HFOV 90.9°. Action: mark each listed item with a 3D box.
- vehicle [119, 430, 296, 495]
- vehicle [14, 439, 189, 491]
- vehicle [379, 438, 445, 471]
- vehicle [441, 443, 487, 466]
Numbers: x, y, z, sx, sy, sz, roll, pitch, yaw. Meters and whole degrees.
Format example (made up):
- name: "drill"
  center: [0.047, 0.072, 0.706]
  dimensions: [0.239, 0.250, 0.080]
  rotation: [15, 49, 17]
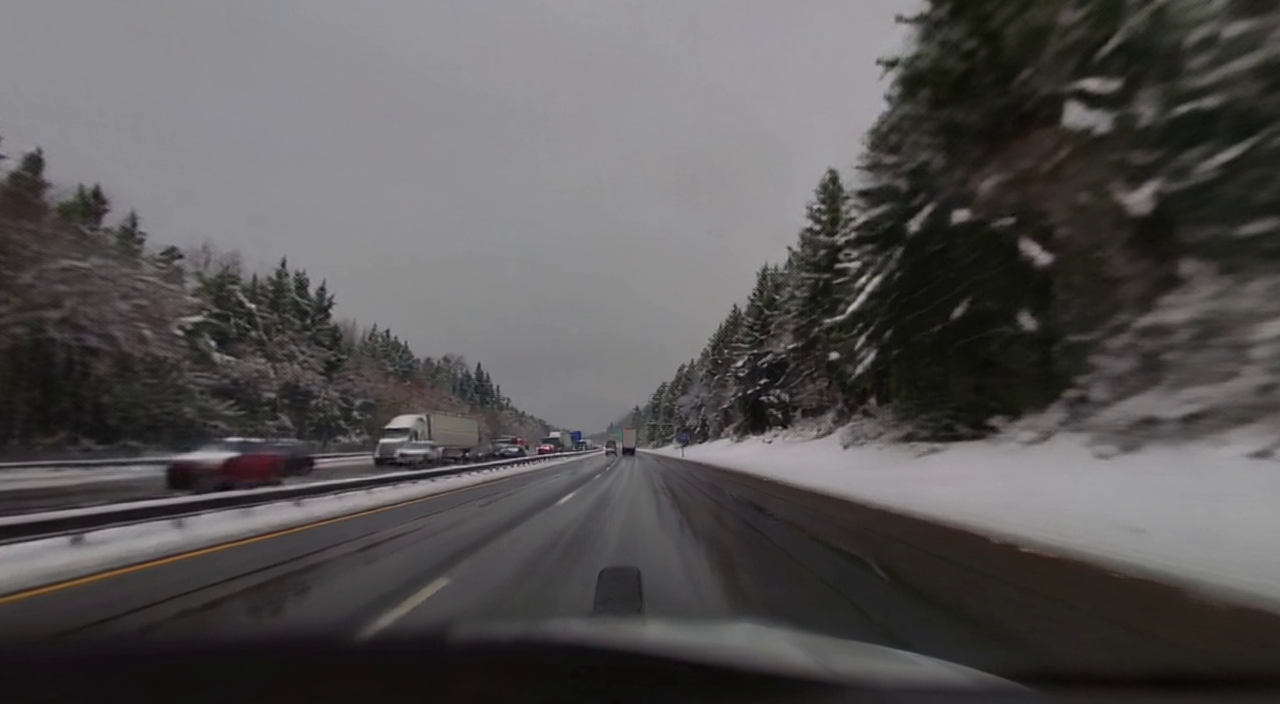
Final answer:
- name: "vehicle"
  center: [-12.738, 3.285, 19.042]
  dimensions: [2.007, 1.684, 4.613]
  rotation: [0, -9, 0]
- name: "vehicle"
  center: [-17.068, 3.583, 20.308]
  dimensions: [1.955, 1.476, 4.119]
  rotation: [0, -9, 0]
- name: "vehicle"
  center: [-12.717, 5.742, 35.442]
  dimensions: [1.932, 1.742, 4.577]
  rotation: [0, -9, 1]
- name: "vehicle"
  center: [-12.456, 7.305, 44.910]
  dimensions: [1.995, 1.557, 4.654]
  rotation: [0, -9, 0]
